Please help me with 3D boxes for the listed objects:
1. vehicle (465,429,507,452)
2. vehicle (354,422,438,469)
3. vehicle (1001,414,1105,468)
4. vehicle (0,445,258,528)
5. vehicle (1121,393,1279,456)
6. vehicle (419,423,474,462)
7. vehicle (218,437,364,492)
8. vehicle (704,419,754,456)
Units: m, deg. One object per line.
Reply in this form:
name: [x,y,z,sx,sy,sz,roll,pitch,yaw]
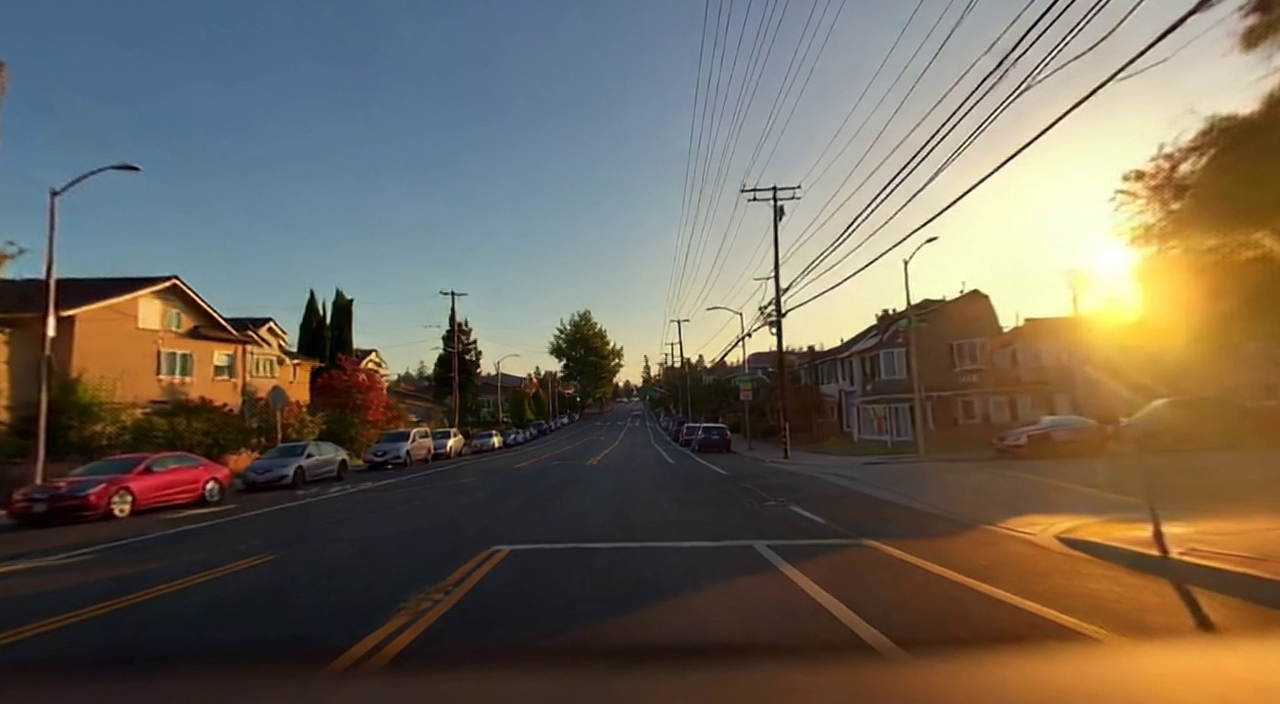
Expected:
vehicle: [-11.221,6.492,46.200,2.051,1.520,4.374,0,-8,-1]
vehicle: [-11.180,4.341,29.384,2.056,1.980,4.763,0,-8,-1]
vehicle: [13.843,2.915,21.064,2.122,1.474,4.313,-10,-9,41]
vehicle: [-11.066,2.858,14.129,1.970,1.523,4.702,-1,-8,2]
vehicle: [19.501,2.456,21.153,4.973,1.974,2.140,0,-9,-1]
vehicle: [-11.352,5.271,37.306,1.926,1.998,4.447,-4,-6,-2]
vehicle: [-11.111,3.594,20.600,2.082,1.540,4.654,0,-8,0]
vehicle: [4.329,4.292,31.440,1.867,1.680,4.176,0,-9,0]
